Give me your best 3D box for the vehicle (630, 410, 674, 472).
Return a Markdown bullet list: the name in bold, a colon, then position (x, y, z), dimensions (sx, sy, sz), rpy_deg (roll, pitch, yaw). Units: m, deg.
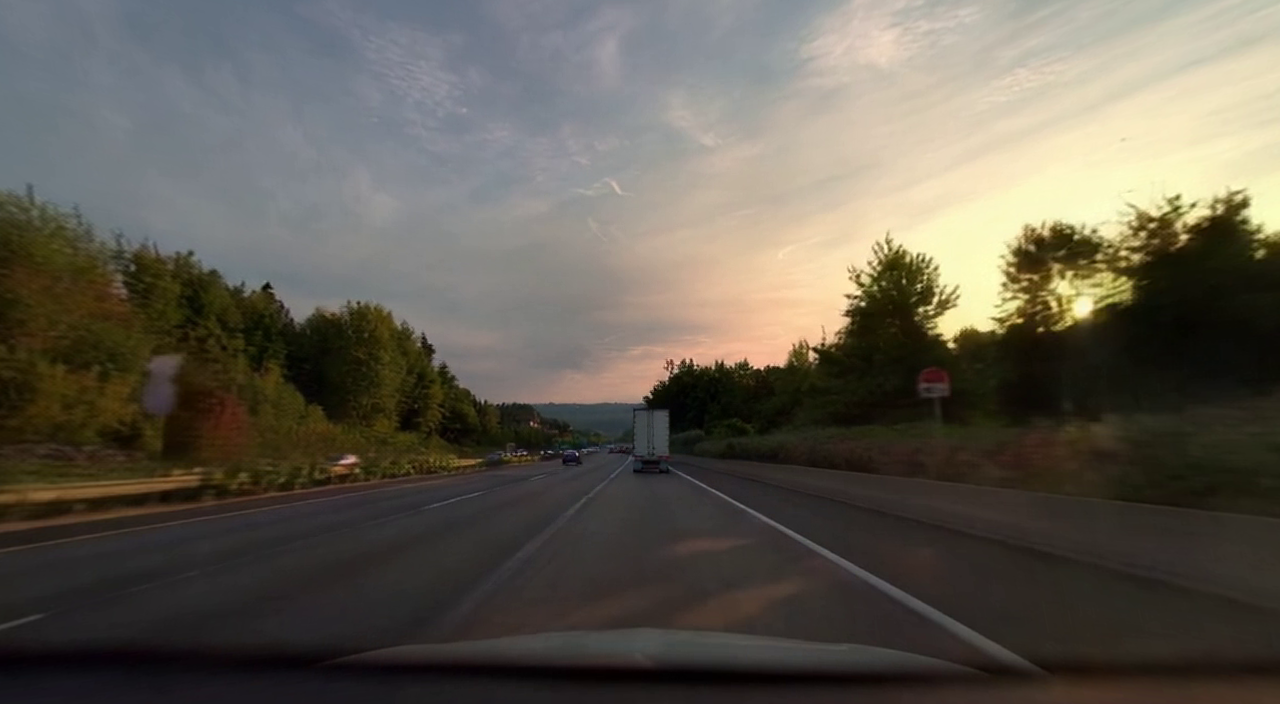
- **vehicle**: position (0.784, 7.044, 49.000), dimensions (2.901, 4.032, 14.338), rpy_deg (0, -9, 0)
